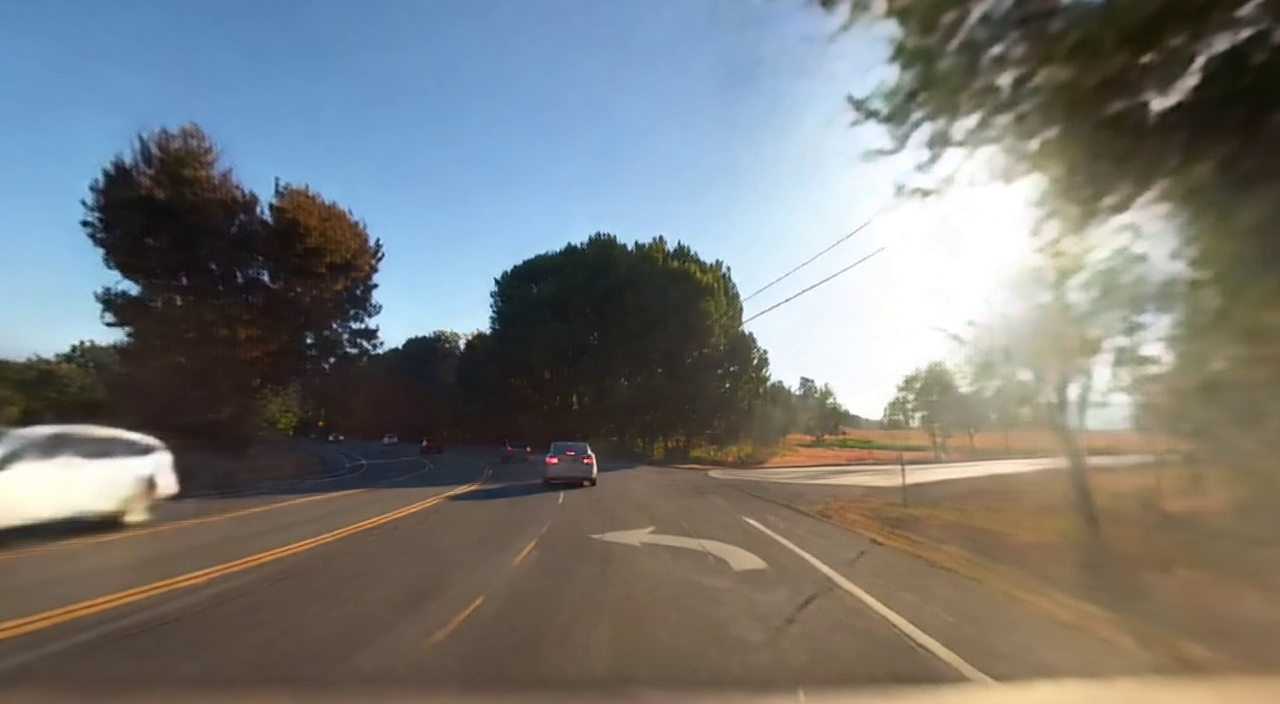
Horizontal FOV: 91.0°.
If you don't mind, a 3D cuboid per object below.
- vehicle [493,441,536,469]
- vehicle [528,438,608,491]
[{"bbox_3d":[-7.441,6.072,37.121,2.080,1.530,3.719,3,-9,-17],"label":"vehicle"},{"bbox_3d":[-2.435,3.606,20.367,2.296,1.510,4.068,2,-9,-10],"label":"vehicle"}]
